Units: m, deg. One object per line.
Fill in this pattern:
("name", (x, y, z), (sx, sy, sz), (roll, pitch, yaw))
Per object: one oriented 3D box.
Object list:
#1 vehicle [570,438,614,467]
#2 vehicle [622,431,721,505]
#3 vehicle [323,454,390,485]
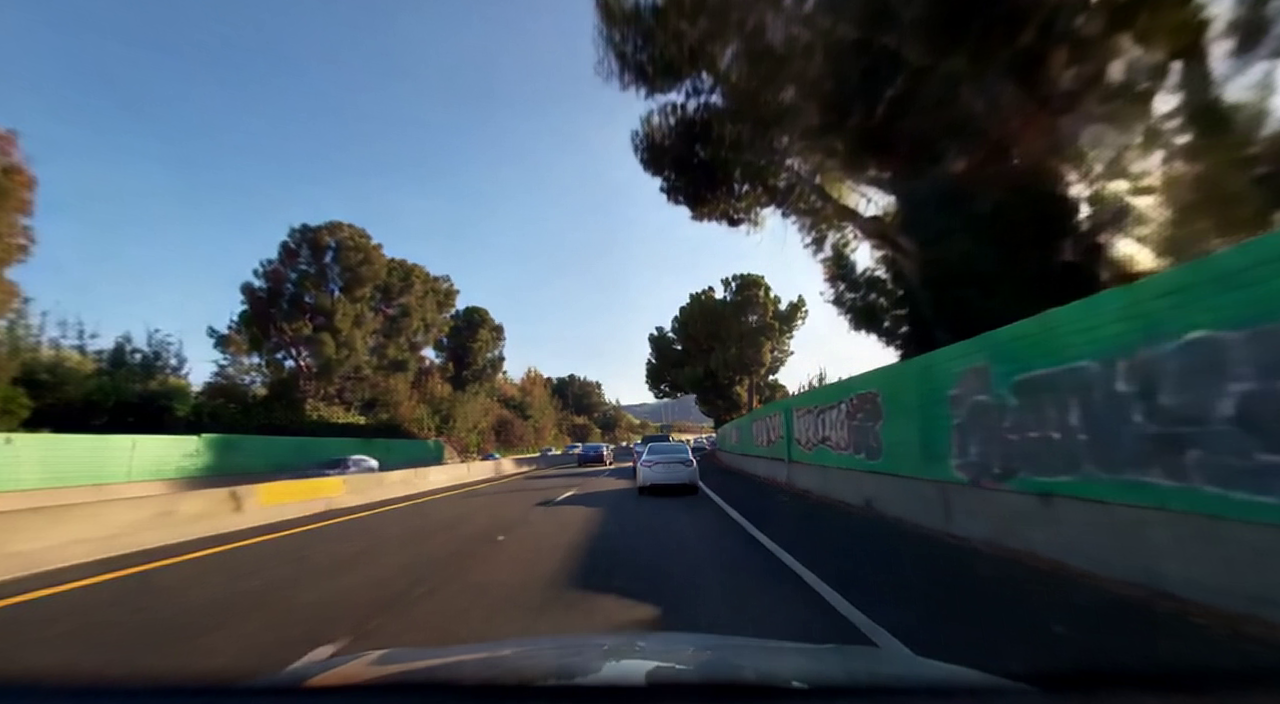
("vehicle", (-2.691, 5.734, 36.163), (2.105, 1.571, 3.727), (-1, -8, 3))
("vehicle", (0.679, 2.733, 15.222), (2.077, 1.533, 3.854), (0, -8, 1))
("vehicle", (-14.255, 5.880, 31.804), (1.684, 1.412, 3.399), (0, -8, 2))
